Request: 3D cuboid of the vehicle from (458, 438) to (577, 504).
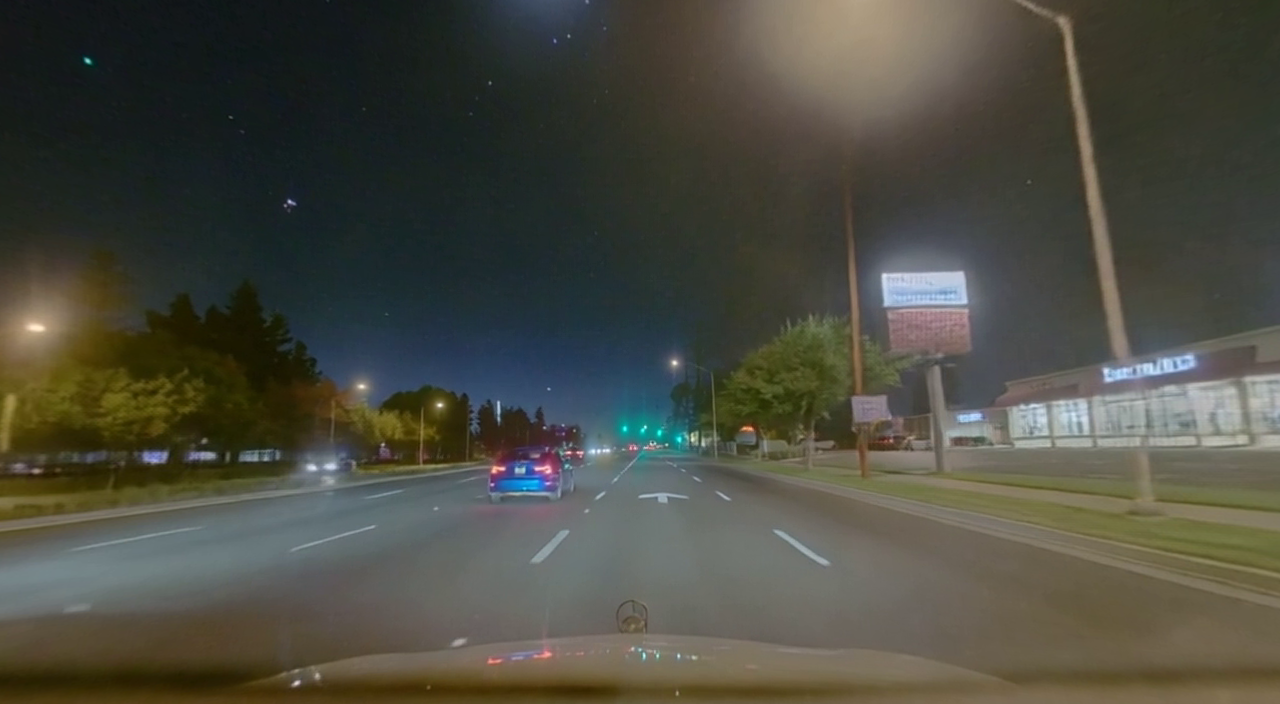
[{"bbox_3d":[-3.031,3.063,16.663,2.152,1.479,4.394,0,-9,2],"label":"vehicle"}]
